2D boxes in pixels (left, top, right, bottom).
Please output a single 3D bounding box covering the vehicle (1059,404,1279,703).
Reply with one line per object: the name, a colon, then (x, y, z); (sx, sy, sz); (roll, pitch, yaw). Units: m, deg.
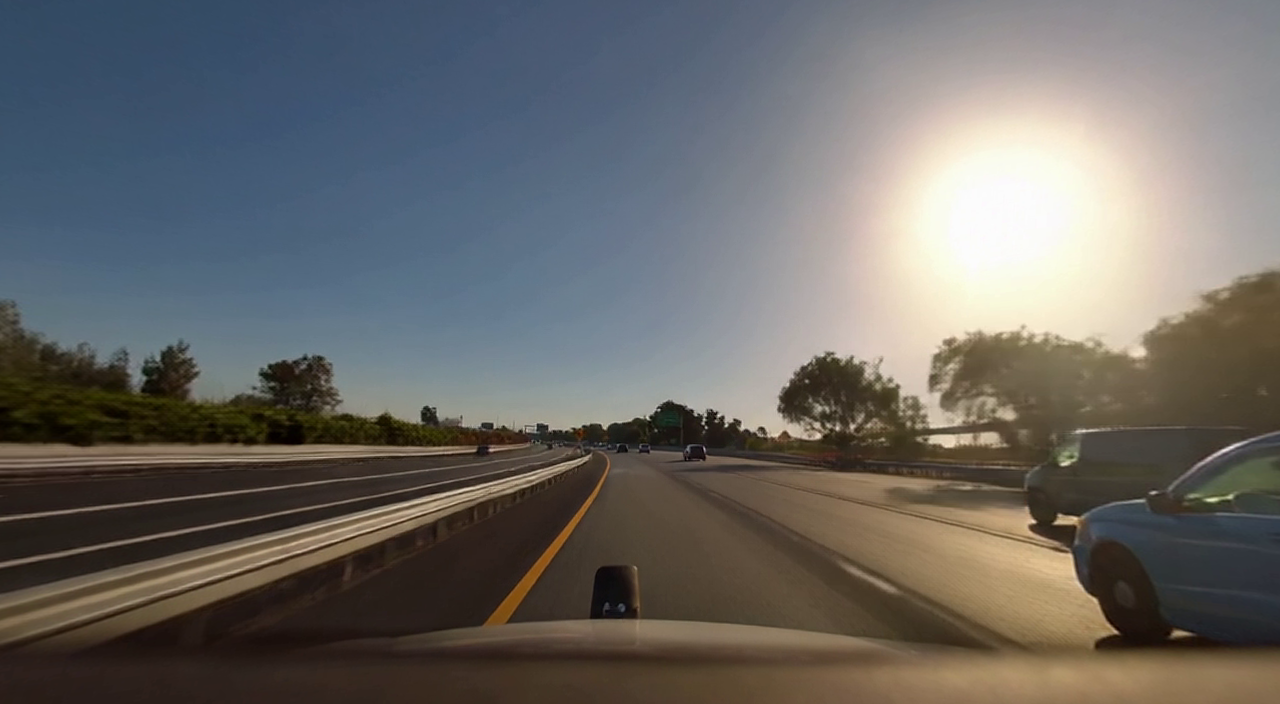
vehicle: (3.862, 0.922, 2.026); (2.002, 1.604, 4.265); (0, -9, 0)
